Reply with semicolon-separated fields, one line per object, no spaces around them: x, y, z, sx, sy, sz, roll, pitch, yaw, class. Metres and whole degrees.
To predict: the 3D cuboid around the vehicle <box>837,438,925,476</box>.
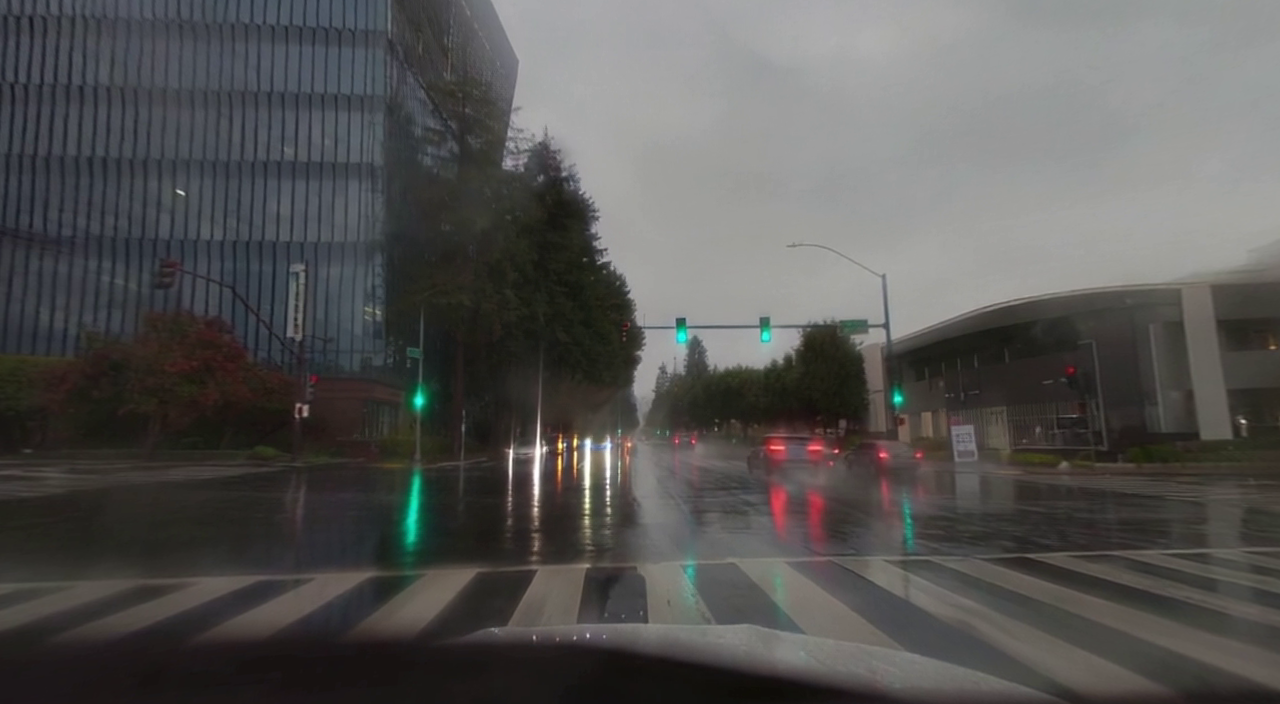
9.965;4.363;26.304;1.896;1.463;4.296;0;-8;-1;vehicle

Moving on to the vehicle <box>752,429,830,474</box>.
6.241;4.187;26.581;2.098;1.723;4.881;0;-8;0;vehicle

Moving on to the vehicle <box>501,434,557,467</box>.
-6.045;5.434;34.757;2.182;1.677;4.384;0;-8;1;vehicle

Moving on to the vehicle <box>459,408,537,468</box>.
-9.182;5.510;41.707;3.191;3.314;7.914;-3;-4;0;vehicle

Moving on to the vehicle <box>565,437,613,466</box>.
-2.742;5.478;34.767;2.147;1.481;4.331;0;-8;2;vehicle

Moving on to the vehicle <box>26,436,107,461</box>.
-35.488;5.980;38.958;1.628;1.448;3.621;0;-9;-2;vehicle
